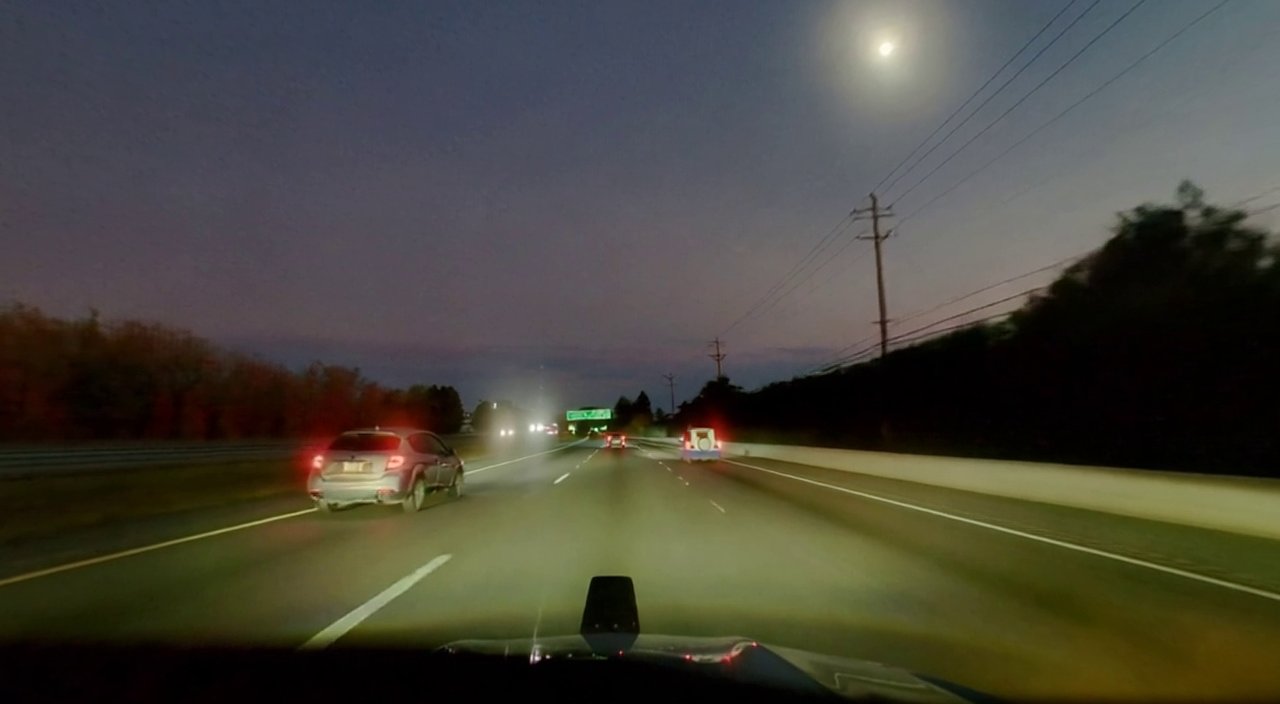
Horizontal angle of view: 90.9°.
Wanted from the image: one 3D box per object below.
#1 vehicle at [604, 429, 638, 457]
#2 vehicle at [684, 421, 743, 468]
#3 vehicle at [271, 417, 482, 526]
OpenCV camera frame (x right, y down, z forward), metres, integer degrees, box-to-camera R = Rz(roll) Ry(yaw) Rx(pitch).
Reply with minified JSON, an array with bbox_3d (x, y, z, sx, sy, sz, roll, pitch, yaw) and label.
[{"bbox_3d":[-1.264,5.965,41.426,2.159,1.690,3.720,0,-7,-3],"label":"vehicle"},{"bbox_3d":[3.120,4.002,27.431,1.976,1.905,3.263,0,-7,-4],"label":"vehicle"},{"bbox_3d":[-4.404,2.027,11.365,2.100,1.590,4.077,0,-7,-1],"label":"vehicle"}]
